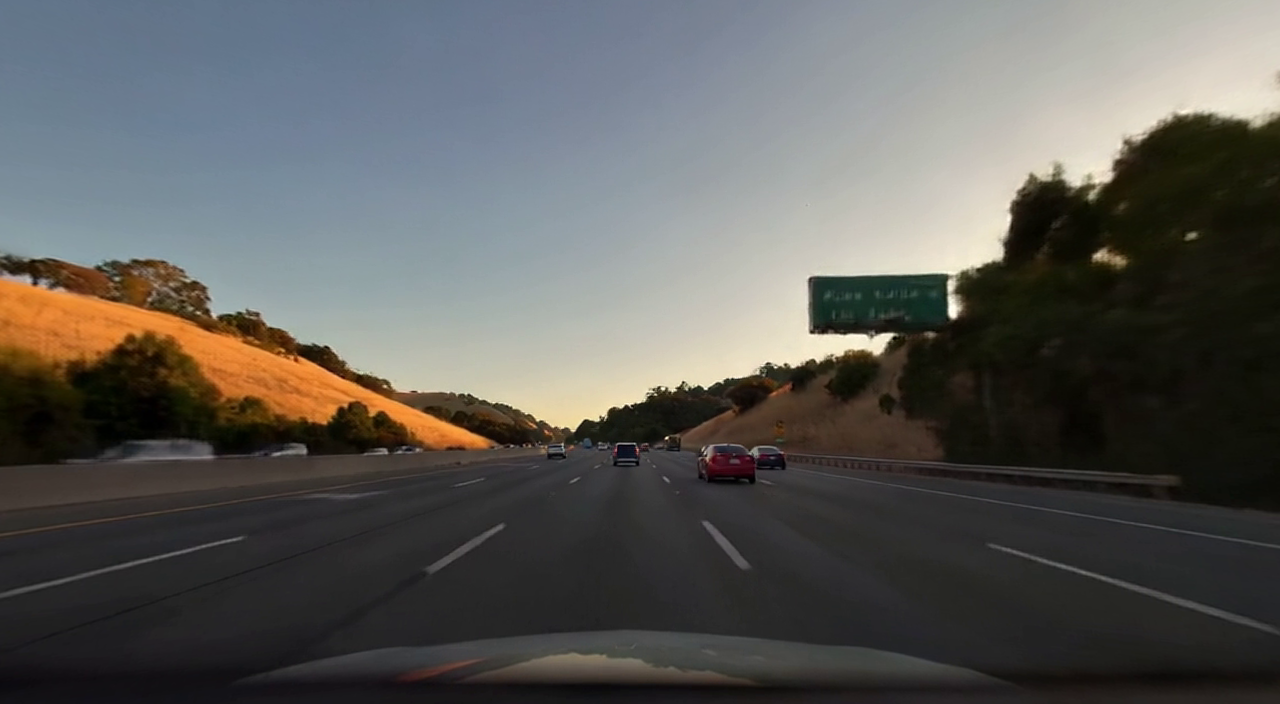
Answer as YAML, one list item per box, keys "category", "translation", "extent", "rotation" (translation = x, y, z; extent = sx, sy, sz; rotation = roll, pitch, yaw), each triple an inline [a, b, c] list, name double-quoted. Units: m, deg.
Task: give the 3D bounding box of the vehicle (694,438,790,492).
- category: "vehicle"
  translation: [3.055, 3.504, 19.992]
  extent: [2.120, 1.492, 4.734]
  rotation: [0, -8, -2]

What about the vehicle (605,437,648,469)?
- category: "vehicle"
  translation: [-0.722, 5.665, 35.598]
  extent: [2.277, 1.675, 4.023]
  rotation: [0, -8, -1]

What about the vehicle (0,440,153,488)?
- category: "vehicle"
  translation: [-21.892, 4.275, 24.659]
  extent: [2.198, 1.652, 4.448]
  rotation: [0, -8, -1]
